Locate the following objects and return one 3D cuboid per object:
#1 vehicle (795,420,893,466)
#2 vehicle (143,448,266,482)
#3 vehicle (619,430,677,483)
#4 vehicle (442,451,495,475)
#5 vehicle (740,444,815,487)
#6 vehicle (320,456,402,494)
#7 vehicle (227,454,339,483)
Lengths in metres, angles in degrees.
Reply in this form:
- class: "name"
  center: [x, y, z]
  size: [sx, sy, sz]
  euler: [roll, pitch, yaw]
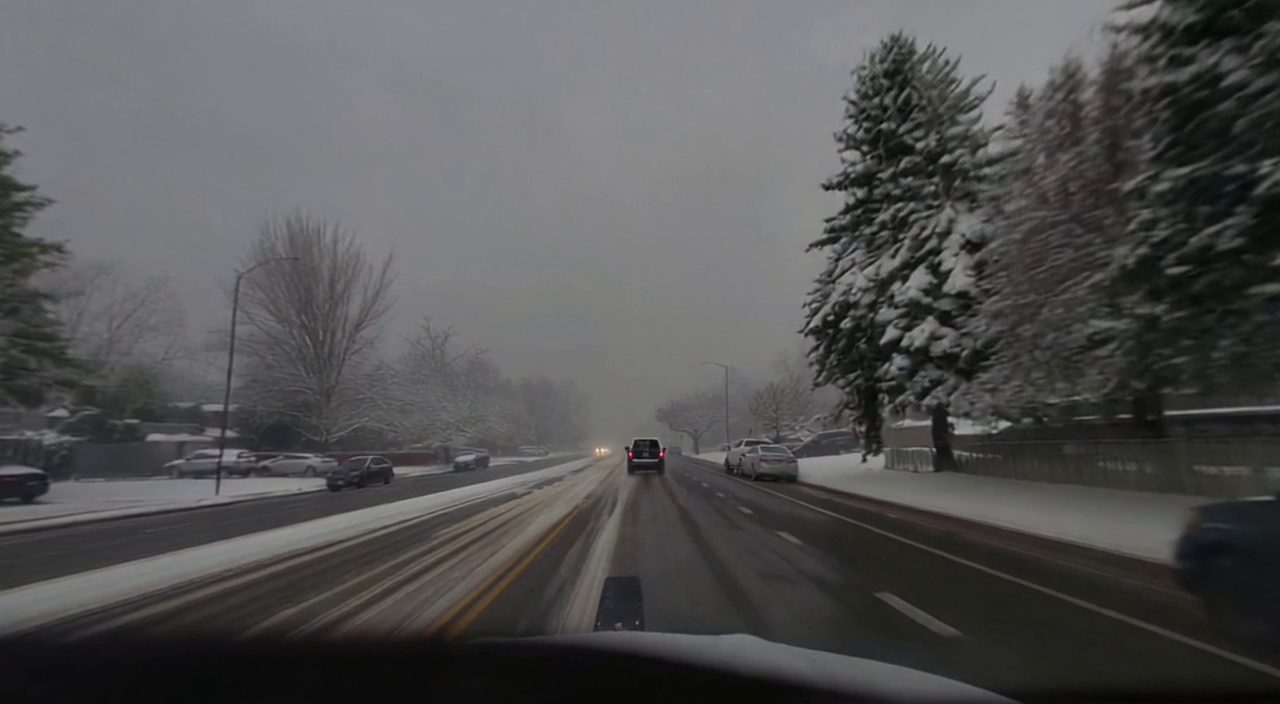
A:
- class: "vehicle"
  center: [12.014, 5.377, 37.498]
  size: [4.855, 2.572, 2.358]
  euler: [-1, -8, -1]
- class: "vehicle"
  center: [-24.654, 6.392, 35.921]
  size: [5.278, 1.780, 2.246]
  euler: [0, -8, 0]
- class: "vehicle"
  center: [0.303, 4.235, 25.863]
  size: [2.153, 1.942, 4.767]
  euler: [0, -8, 0]
- class: "vehicle"
  center: [-12.318, 8.026, 45.803]
  size: [2.192, 1.541, 5.391]
  euler: [0, -8, 1]
- class: "vehicle"
  center: [5.135, 4.280, 24.135]
  size: [1.902, 1.472, 4.139]
  euler: [0, -8, -1]
- class: "vehicle"
  center: [-12.198, 5.371, 27.937]
  size: [1.920, 1.476, 3.826]
  euler: [0, -8, -1]
- class: "vehicle"
  center: [-19.025, 6.220, 33.858]
  size: [4.801, 1.478, 1.883]
  euler: [0, -8, -2]
